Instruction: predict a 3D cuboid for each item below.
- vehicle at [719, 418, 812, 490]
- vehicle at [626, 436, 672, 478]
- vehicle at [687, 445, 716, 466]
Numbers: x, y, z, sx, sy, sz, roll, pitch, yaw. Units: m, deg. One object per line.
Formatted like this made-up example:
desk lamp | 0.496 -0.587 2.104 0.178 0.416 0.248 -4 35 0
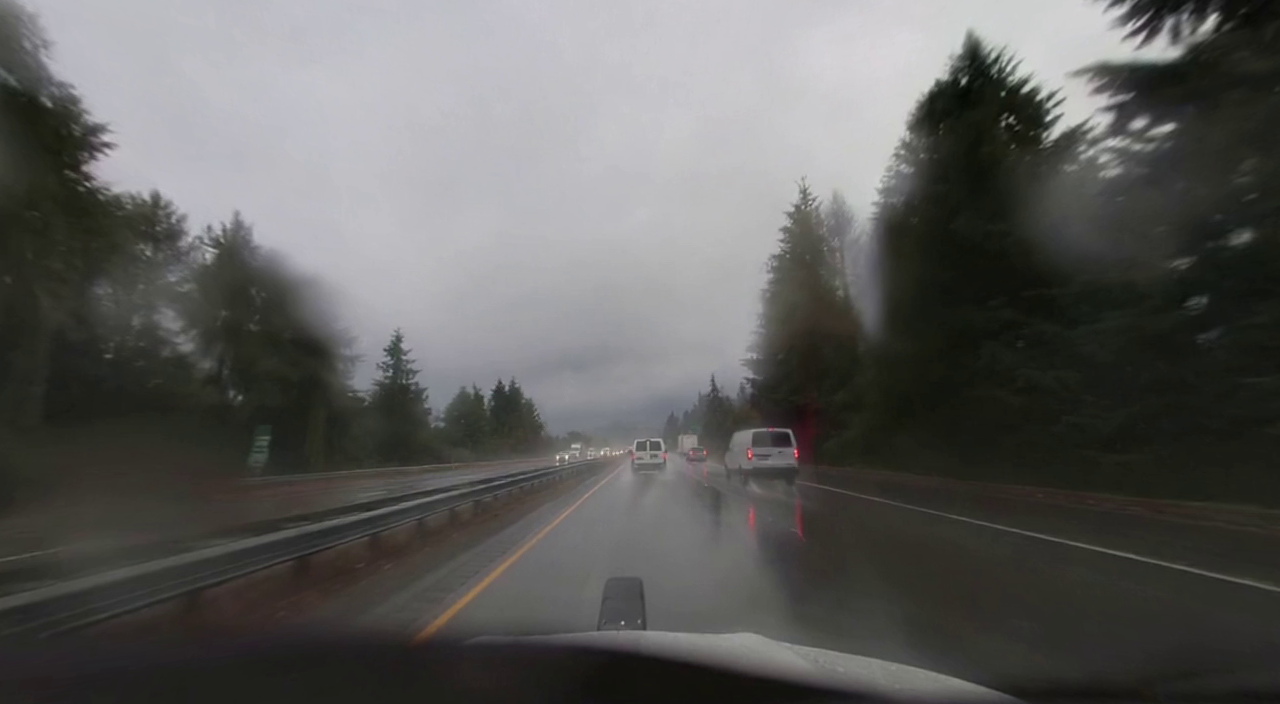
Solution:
vehicle | 4.323 3.644 22.686 2.232 2.290 4.720 0 -9 -2
vehicle | 0.431 5.190 31.443 2.143 1.925 4.101 0 -9 0
vehicle | 4.756 8.047 49.080 1.868 1.566 3.509 0 -9 -1
